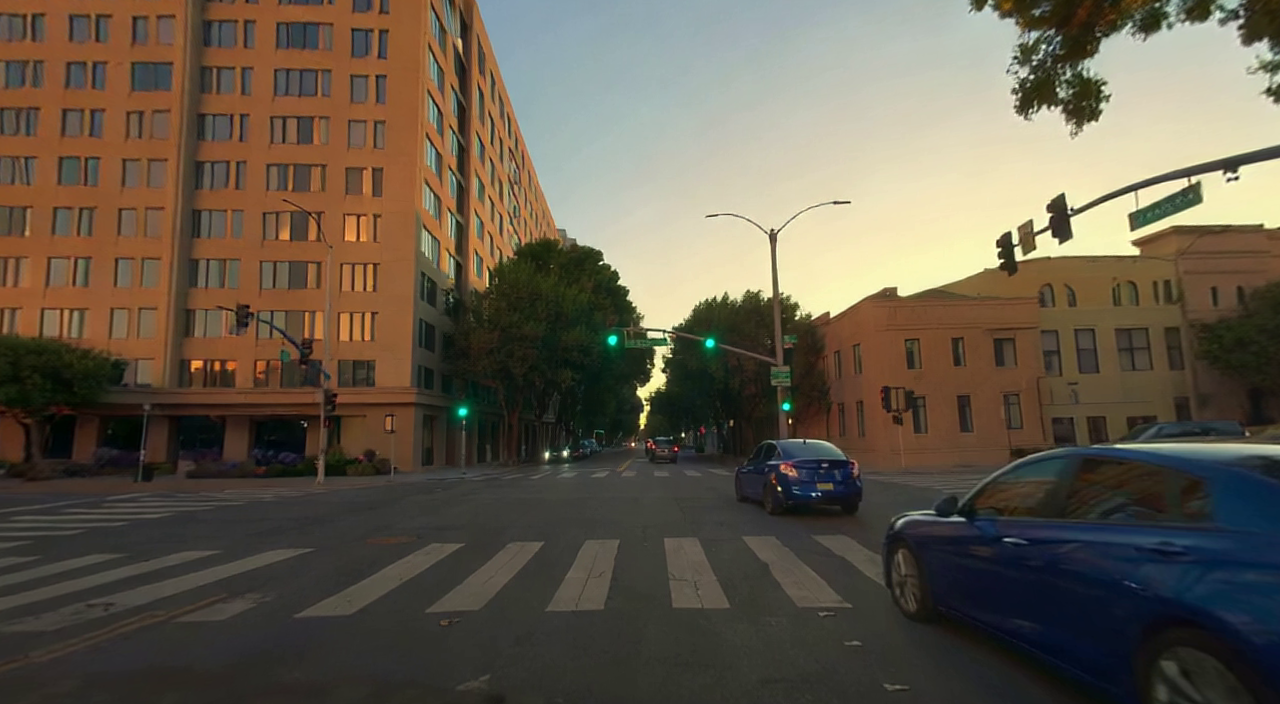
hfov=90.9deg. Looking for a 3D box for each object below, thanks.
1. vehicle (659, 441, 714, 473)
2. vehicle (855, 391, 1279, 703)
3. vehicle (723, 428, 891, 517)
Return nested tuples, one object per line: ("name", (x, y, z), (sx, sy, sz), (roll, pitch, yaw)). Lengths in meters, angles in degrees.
("vehicle", (2.148, 5.015, 30.420), (2.040, 1.421, 4.550), (0, -8, -3))
("vehicle", (2.861, 1.037, 3.096), (2.039, 1.470, 4.355), (0, -8, 0))
("vehicle", (3.080, 2.335, 12.771), (2.009, 1.443, 4.509), (0, -8, -2))
